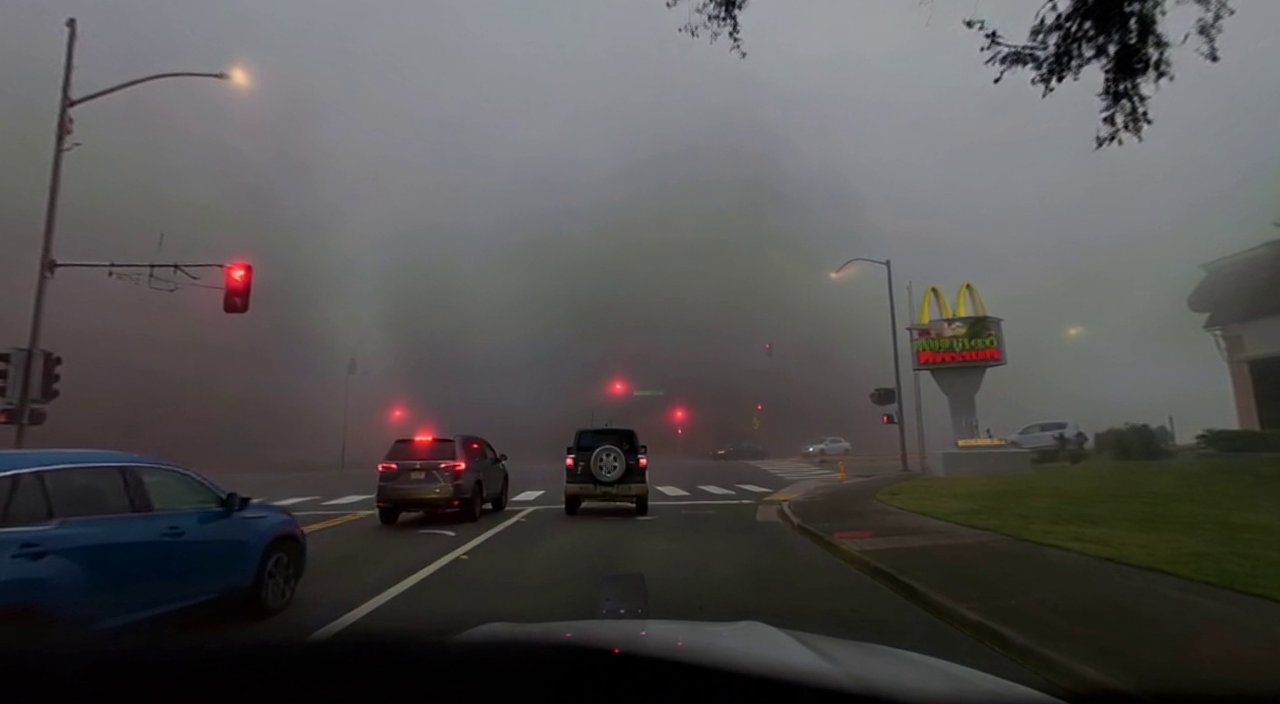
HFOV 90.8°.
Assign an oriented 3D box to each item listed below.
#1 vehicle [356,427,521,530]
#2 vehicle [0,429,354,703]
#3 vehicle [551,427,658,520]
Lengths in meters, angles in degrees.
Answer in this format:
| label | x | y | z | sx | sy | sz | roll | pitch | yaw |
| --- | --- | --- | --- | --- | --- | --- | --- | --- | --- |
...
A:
| label | x | y | z | sx | sy | sz | roll | pitch | yaw |
| --- | --- | --- | --- | --- | --- | --- | --- | --- | --- |
| vehicle | -4.026 | 2.609 | 13.601 | 2.130 | 1.819 | 4.497 | 0 | -9 | -1 |
| vehicle | -3.930 | 1.297 | 4.218 | 1.941 | 1.479 | 4.541 | 0 | -9 | -1 |
| vehicle | -0.834 | 2.891 | 15.618 | 2.224 | 1.923 | 4.643 | 0 | -9 | -2 |
